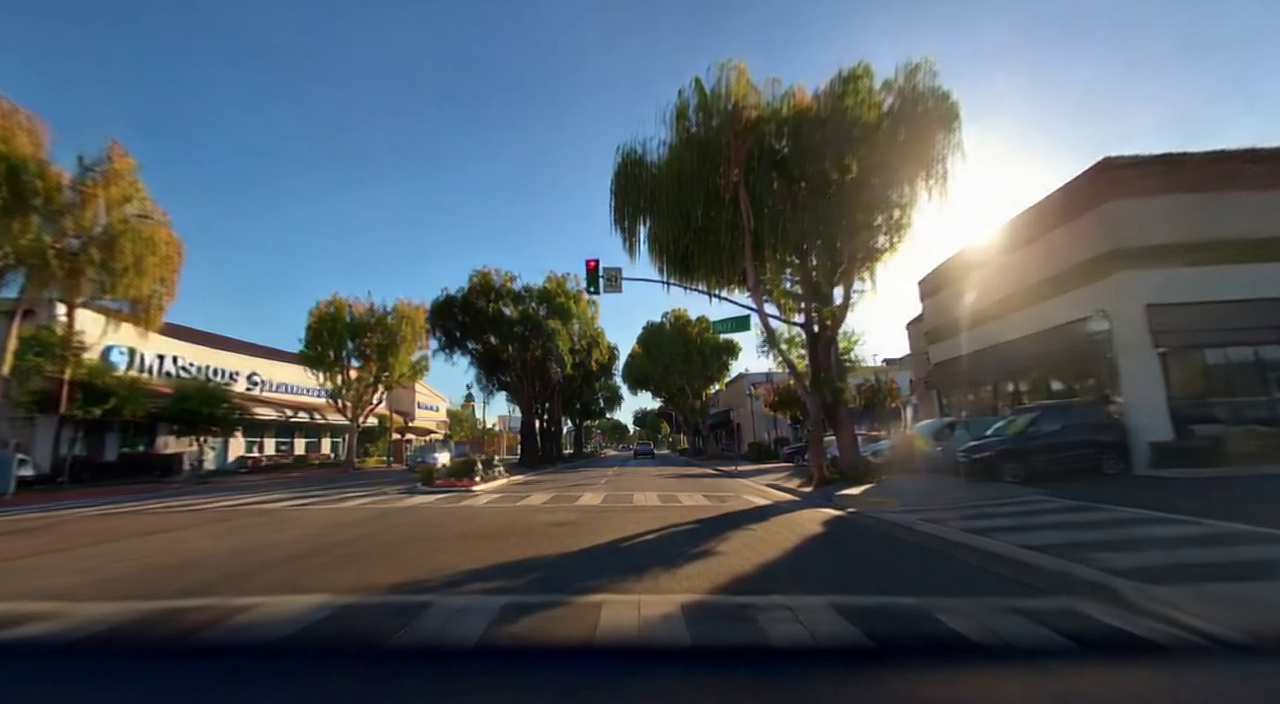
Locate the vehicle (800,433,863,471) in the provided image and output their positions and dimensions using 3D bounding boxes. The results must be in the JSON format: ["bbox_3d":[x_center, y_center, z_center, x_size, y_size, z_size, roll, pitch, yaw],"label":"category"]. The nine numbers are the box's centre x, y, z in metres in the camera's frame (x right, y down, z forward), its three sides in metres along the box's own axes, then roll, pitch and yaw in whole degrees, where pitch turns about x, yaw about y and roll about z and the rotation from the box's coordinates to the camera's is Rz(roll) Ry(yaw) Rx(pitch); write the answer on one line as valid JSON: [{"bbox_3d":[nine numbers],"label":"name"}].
[{"bbox_3d":[9.704,5.138,32.166,1.655,1.820,3.969,0,-10,-5],"label":"vehicle"}]

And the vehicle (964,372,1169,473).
[{"bbox_3d":[15.787,2.868,24.262,3.161,3.209,7.934,-1,-9,8],"label":"vehicle"}]

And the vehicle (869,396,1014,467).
[{"bbox_3d":[16.060,4.500,34.731,2.814,3.328,10.467,0,-9,0],"label":"vehicle"}]
